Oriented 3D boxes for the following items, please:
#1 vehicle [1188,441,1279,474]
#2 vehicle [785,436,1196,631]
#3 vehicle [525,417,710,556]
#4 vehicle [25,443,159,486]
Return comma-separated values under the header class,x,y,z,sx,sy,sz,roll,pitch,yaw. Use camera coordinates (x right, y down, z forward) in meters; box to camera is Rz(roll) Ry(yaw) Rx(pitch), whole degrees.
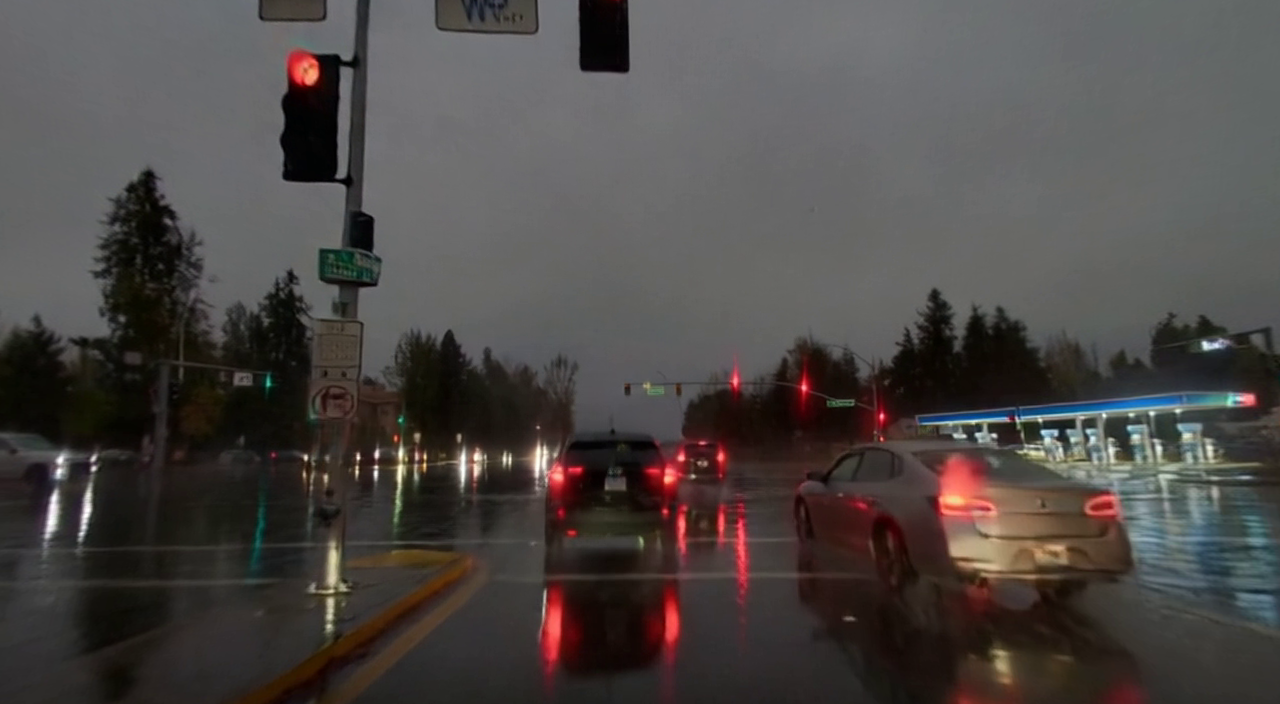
class,x,y,z,sx,sy,sz,roll,pitch,yaw
vehicle,29.657,5.059,30.423,4.505,1.519,1.996,-1,-9,5
vehicle,3.218,1.735,7.181,1.965,1.460,4.581,0,-9,-1
vehicle,-0.443,2.055,10.402,2.351,1.733,4.616,0,-9,-4
vehicle,-26.573,5.447,30.764,4.658,1.911,2.162,-2,-9,5
